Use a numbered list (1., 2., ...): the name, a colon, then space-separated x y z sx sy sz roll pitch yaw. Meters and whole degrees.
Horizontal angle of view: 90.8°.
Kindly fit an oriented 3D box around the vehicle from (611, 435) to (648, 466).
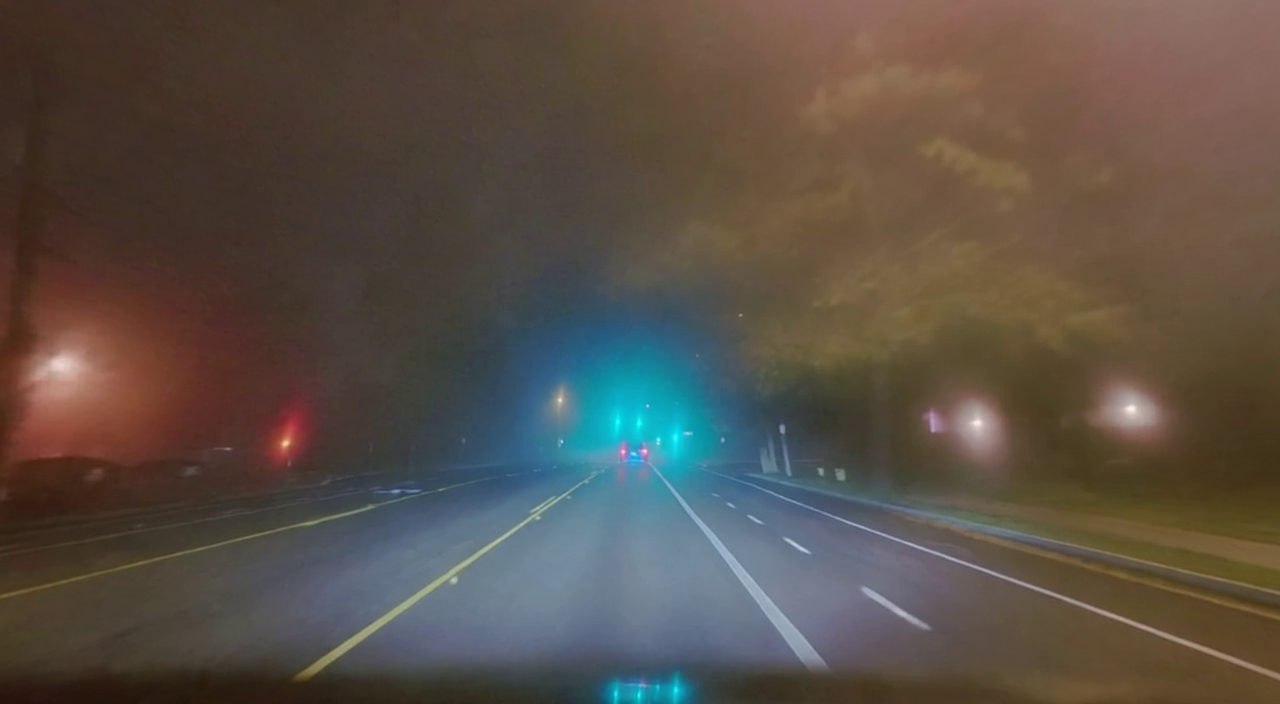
1. vehicle: -0.645 6.166 39.645 2.230 1.827 4.298 0 -8 0

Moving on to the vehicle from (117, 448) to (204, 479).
1. vehicle: -24.792 5.756 32.841 1.830 1.467 4.270 2 -8 -11

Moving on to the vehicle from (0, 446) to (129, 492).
1. vehicle: -22.090 4.328 23.619 4.241 1.601 1.970 0 -8 1
